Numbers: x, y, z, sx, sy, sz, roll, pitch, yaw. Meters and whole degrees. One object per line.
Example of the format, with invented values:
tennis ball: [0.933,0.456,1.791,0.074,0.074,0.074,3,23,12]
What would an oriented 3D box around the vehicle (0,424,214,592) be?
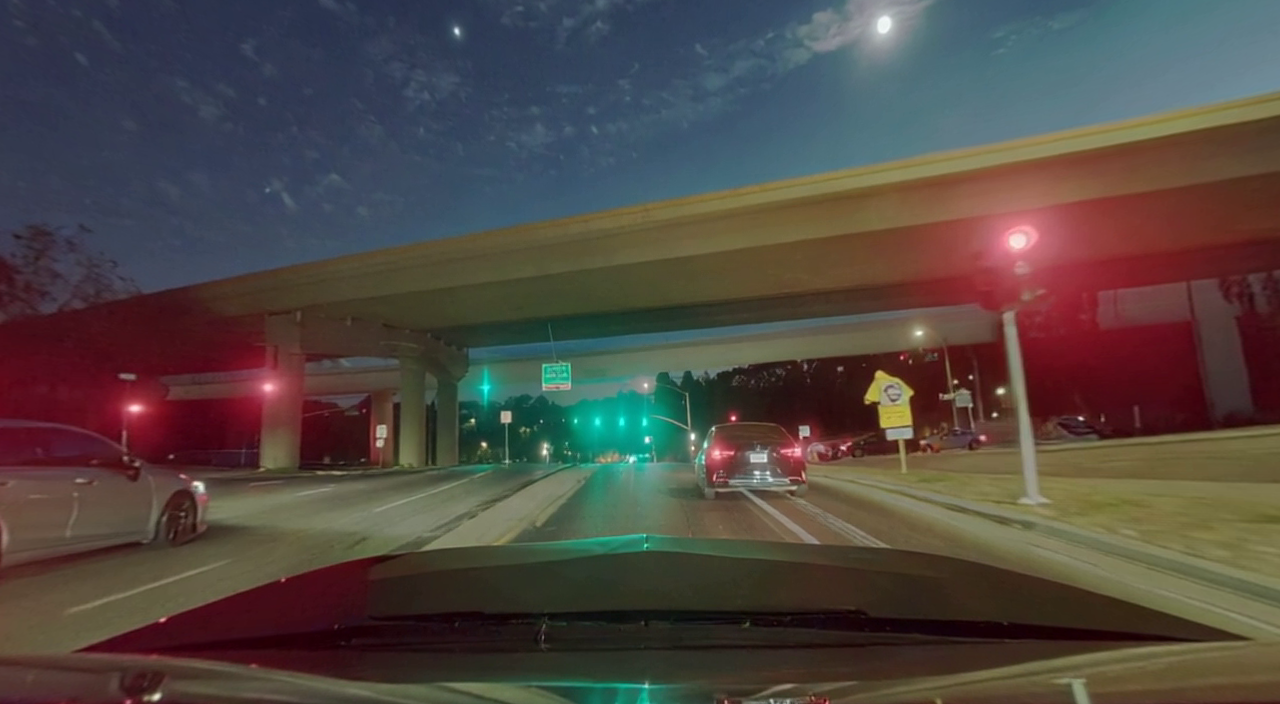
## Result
vehicle: [-7.511,1.721,7.391,2.108,1.670,4.235,0,-8,-1]
